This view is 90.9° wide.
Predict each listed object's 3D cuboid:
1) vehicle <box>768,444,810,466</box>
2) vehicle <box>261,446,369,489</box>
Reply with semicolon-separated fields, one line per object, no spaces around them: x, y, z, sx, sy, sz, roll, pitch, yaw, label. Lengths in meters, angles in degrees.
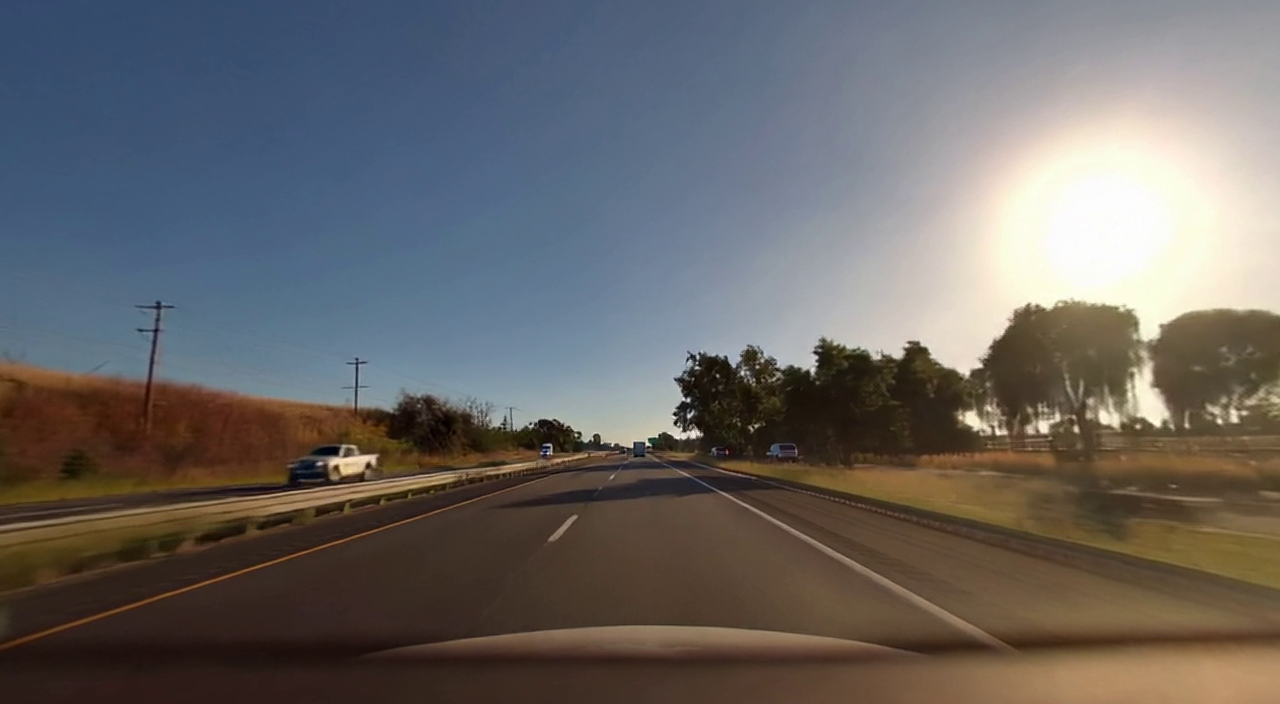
11.461;8.003;48.898;2.076;1.599;4.528;0;-9;-1;vehicle
-12.339;4.384;24.282;1.895;1.502;4.256;0;-9;0;vehicle
